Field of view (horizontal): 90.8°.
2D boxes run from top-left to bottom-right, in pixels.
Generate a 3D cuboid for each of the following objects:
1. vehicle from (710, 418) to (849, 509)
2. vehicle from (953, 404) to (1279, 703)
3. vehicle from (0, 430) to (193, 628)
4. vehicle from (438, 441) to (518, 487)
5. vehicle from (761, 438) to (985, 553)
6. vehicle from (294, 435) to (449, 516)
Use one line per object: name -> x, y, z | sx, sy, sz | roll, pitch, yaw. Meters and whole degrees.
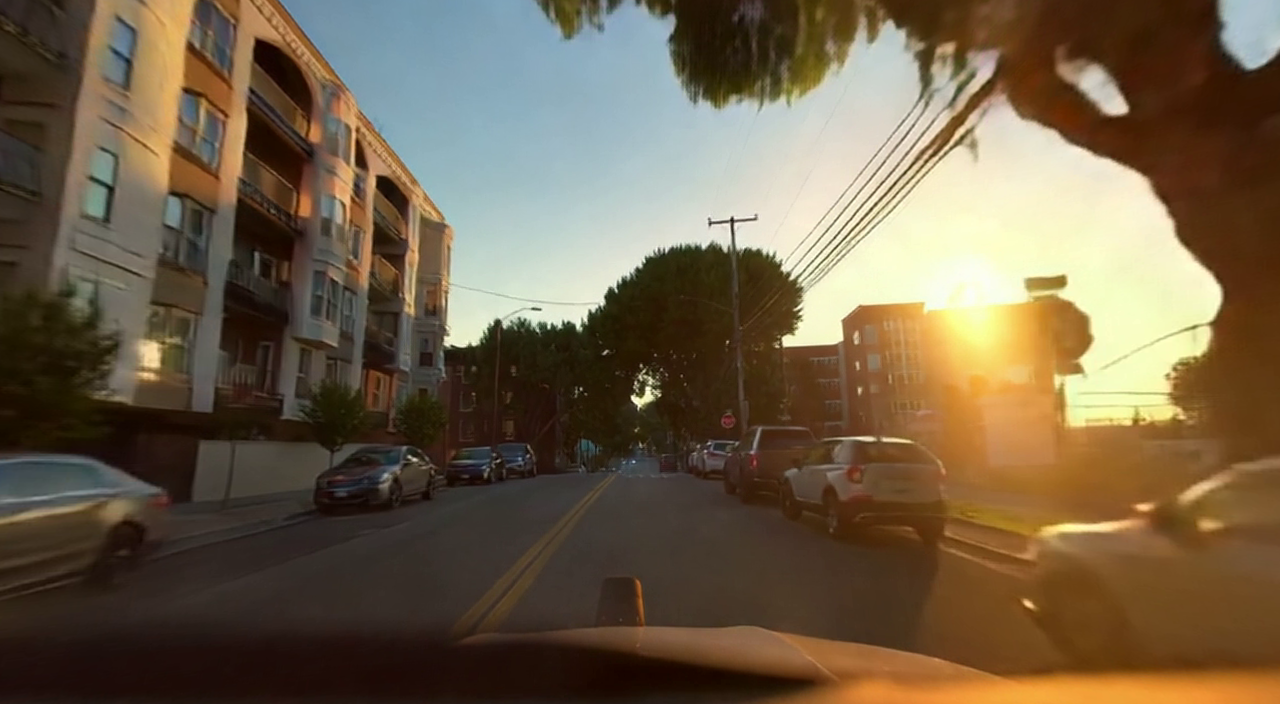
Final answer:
vehicle -> 3.221, 2.716, 15.898 | 2.082, 1.902, 5.122 | 0, -8, -3
vehicle -> 3.389, 0.927, 2.191 | 1.948, 1.502, 5.013 | 0, -8, -1
vehicle -> -6.413, 1.494, 5.362 | 2.100, 1.640, 4.341 | 0, -8, -1
vehicle -> -6.462, 4.486, 25.724 | 2.069, 1.647, 4.359 | -2, -8, 0
vehicle -> 3.540, 2.240, 10.745 | 1.925, 1.489, 4.655 | 0, -8, -2
vehicle -> -6.418, 2.973, 15.749 | 1.947, 1.707, 4.352 | 0, -8, 0
